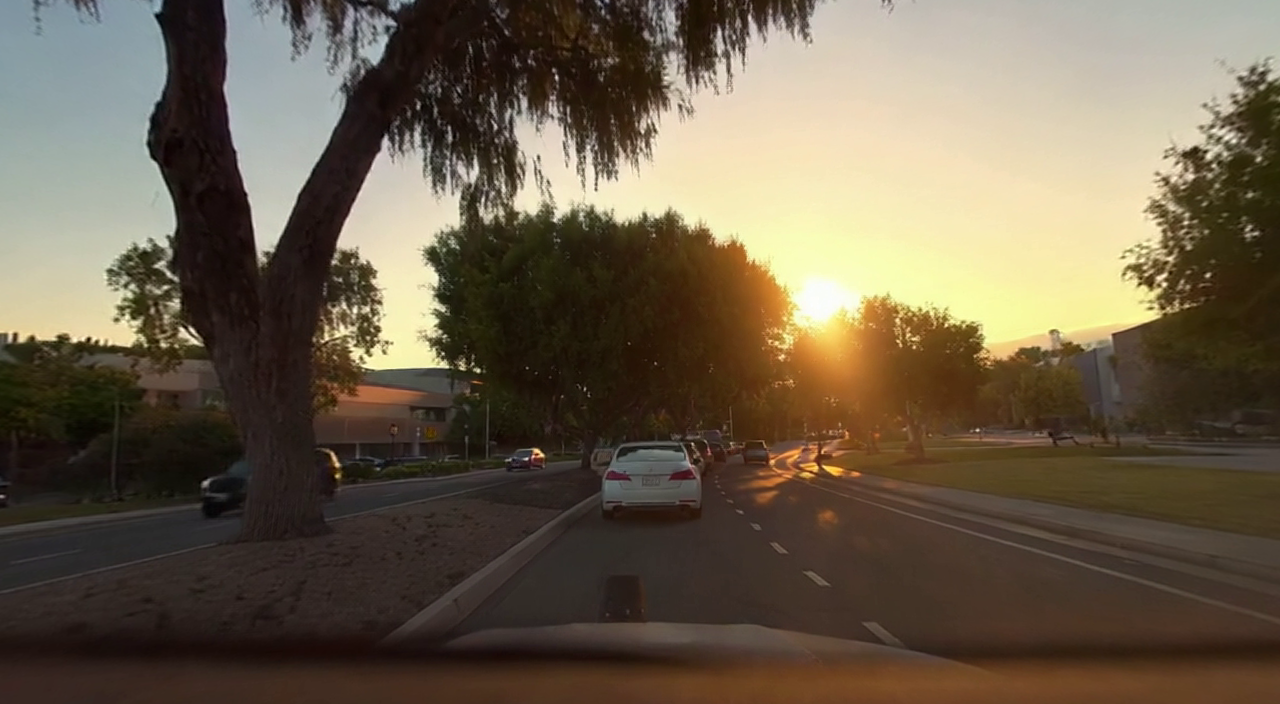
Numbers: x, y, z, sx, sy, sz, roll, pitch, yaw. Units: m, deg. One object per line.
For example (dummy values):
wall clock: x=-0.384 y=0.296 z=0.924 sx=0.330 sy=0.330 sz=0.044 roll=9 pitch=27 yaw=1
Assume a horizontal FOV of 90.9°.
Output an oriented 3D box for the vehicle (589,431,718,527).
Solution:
vehicle: x=0.292 y=2.423 z=12.620 sx=2.154 sy=1.585 sz=3.997 roll=-1 pitch=-8 yaw=2

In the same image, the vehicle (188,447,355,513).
vehicle: x=-10.762 y=3.715 z=18.935 sx=2.068 sy=1.688 sz=4.665 roll=-1 pitch=-8 yaw=2

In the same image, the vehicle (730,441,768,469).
vehicle: x=6.393 y=6.082 z=37.435 sx=1.984 sy=1.507 sz=4.359 roll=-1 pitch=-8 yaw=7

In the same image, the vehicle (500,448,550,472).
vehicle: x=-7.737 y=7.333 z=42.878 sx=1.909 sy=1.468 sz=4.597 roll=-2 pitch=-8 yaw=8
